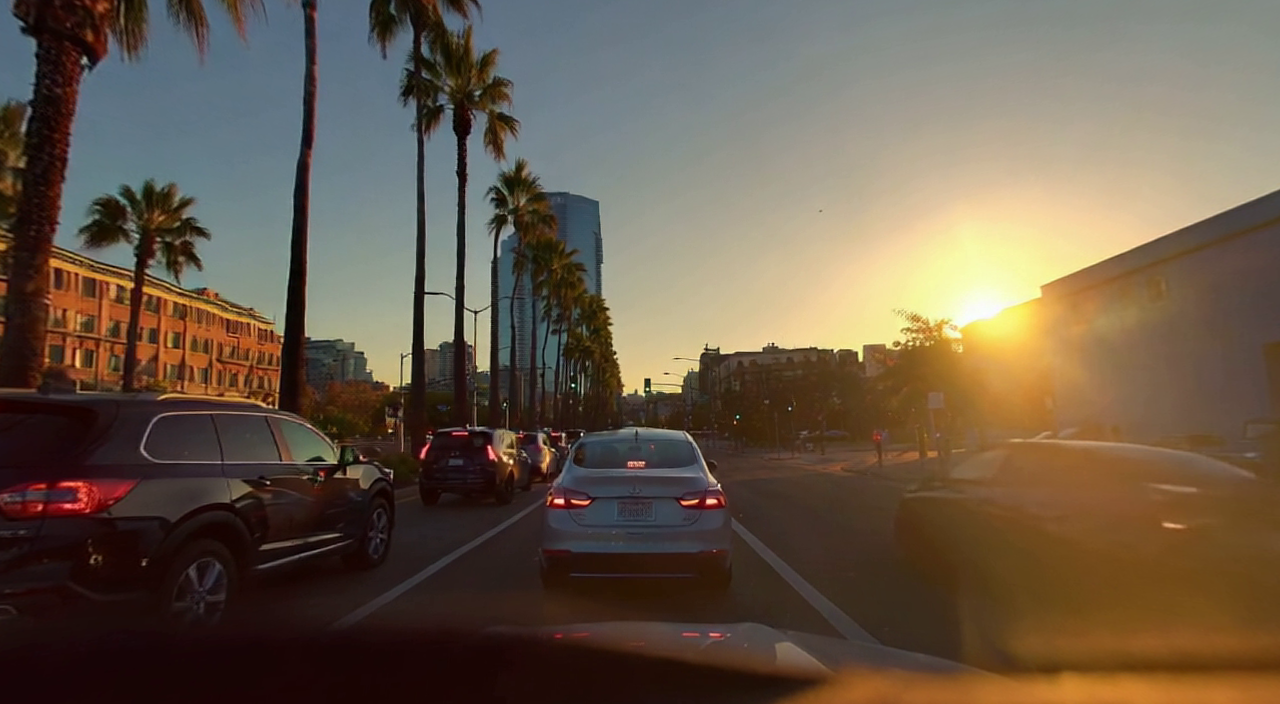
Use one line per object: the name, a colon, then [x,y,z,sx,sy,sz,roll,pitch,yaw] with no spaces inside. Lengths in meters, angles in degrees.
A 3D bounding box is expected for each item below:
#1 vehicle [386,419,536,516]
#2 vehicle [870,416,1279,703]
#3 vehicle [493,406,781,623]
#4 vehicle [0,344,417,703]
vehicle: [-3.475,2.318,13.088,1.840,1.684,4.041,0,-8,1]
vehicle: [3.835,1.417,5.468,1.982,1.480,4.572,1,-8,0]
vehicle: [-0.049,1.516,6.857,2.114,1.585,4.285,0,-8,-1]
vehicle: [-3.538,1.145,5.075,1.914,1.741,4.398,0,-8,-1]
